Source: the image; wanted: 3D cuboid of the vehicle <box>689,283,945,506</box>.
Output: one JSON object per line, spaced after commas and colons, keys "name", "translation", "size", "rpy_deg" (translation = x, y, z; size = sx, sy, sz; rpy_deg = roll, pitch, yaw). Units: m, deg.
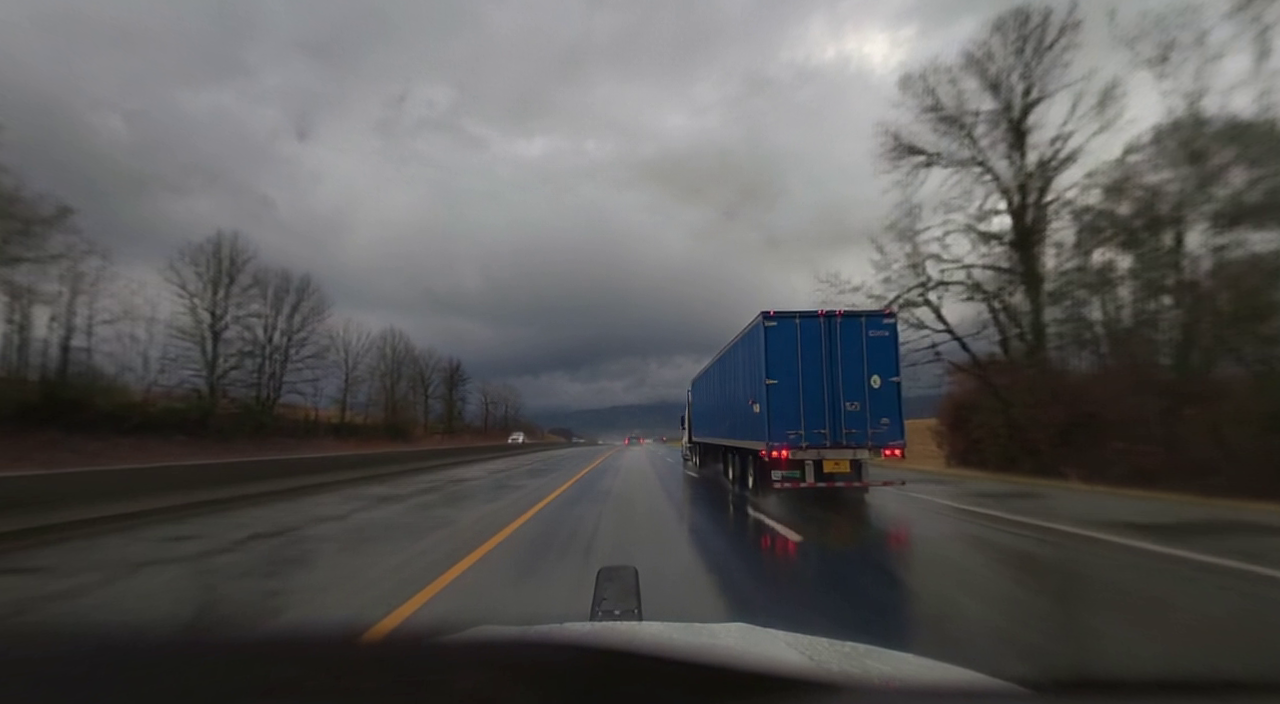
{"name": "vehicle", "translation": [4.023, 1.917, 20.563], "size": [3.203, 4.273, 17.131], "rpy_deg": [0, -8, -1]}
